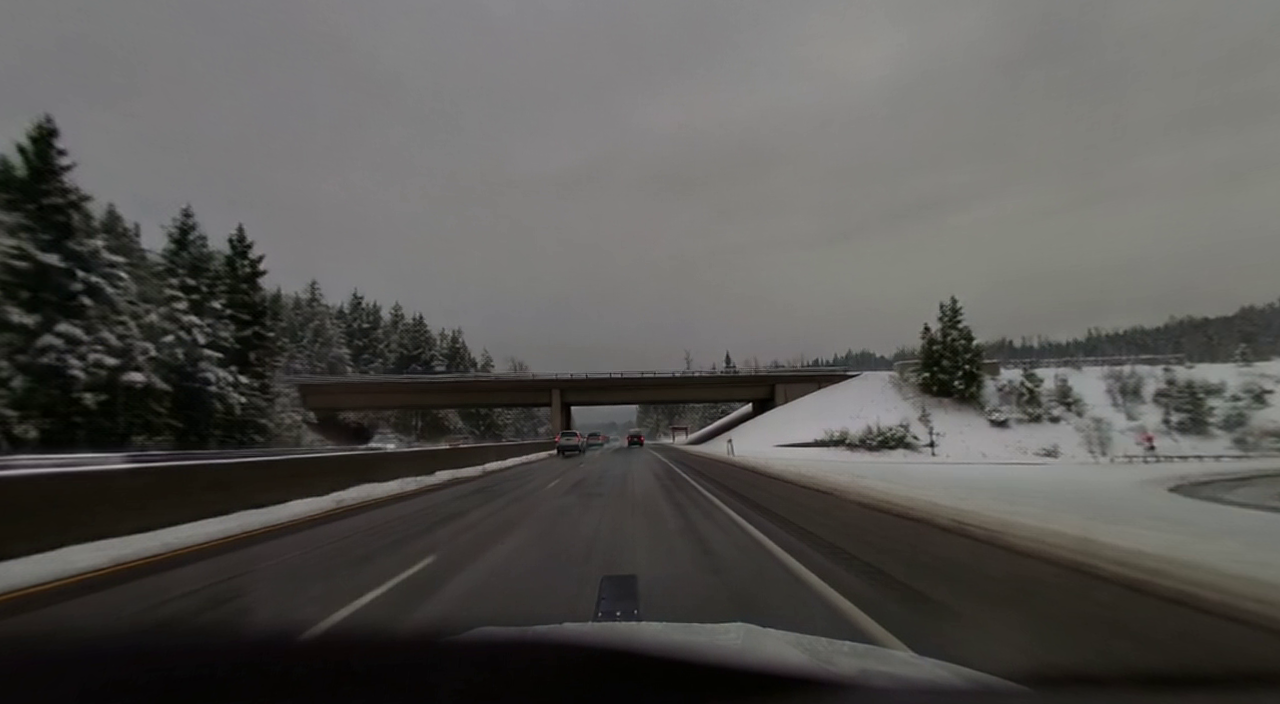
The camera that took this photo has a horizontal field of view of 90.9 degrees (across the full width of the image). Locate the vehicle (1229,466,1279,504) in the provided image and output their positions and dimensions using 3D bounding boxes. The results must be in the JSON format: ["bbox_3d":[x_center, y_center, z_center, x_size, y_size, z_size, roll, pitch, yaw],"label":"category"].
[{"bbox_3d":[31.740,6.642,31.699,2.033,1.565,4.672,-5,-9,31],"label":"vehicle"}]

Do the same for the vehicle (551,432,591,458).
[{"bbox_3d":[-4.403,5.999,40.811,2.169,1.588,4.264,0,-8,-1],"label":"vehicle"}]

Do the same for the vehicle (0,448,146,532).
[{"bbox_3d":[-12.415,2.611,12.204,2.151,1.430,4.425,0,-8,-1],"label":"vehicle"}]

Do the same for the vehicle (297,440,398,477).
[{"bbox_3d":[-12.436,4.539,27.151,2.294,1.453,4.341,0,-8,0],"label":"vehicle"}]

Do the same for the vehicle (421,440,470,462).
[{"bbox_3d":[-13.197,6.711,42.949,2.012,1.428,4.247,0,-8,-1],"label":"vehicle"}]
